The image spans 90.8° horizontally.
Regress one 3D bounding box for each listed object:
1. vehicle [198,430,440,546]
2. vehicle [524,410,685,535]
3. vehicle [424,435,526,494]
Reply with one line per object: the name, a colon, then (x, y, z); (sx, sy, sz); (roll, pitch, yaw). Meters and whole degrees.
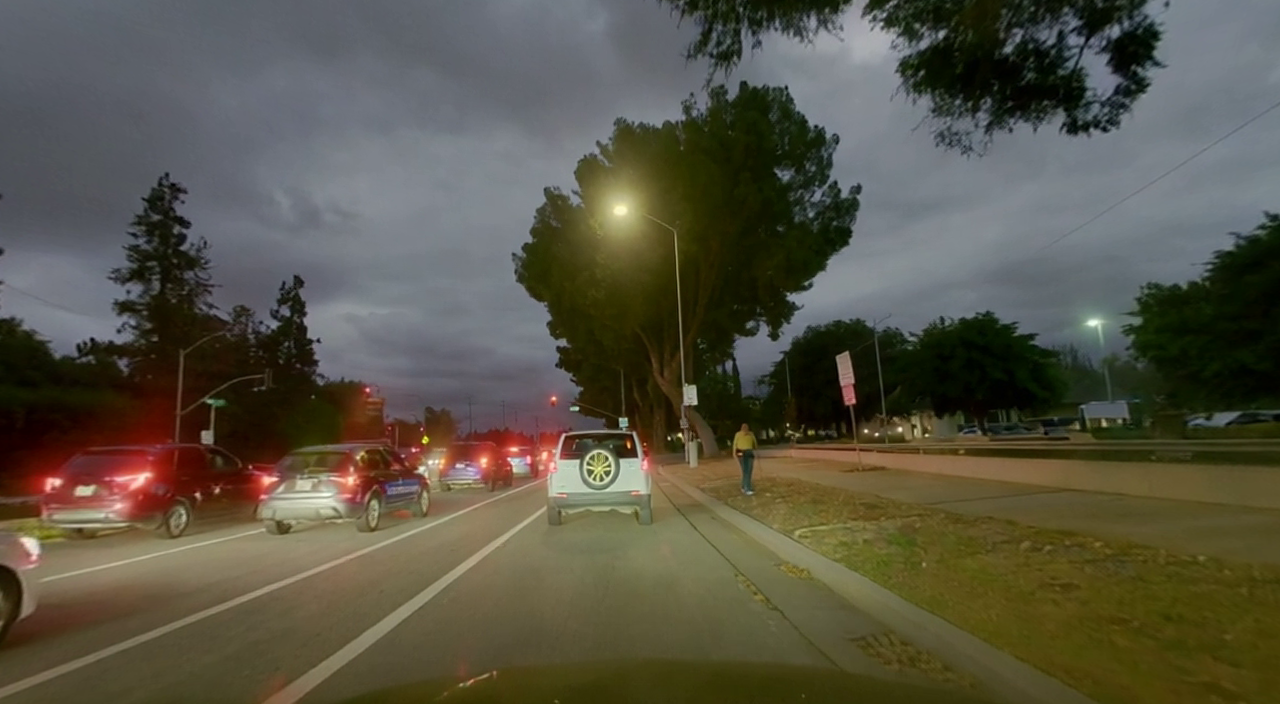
vehicle: (-5.407, 2.326, 11.522); (2.010, 1.674, 4.484); (0, -9, 0)
vehicle: (-0.581, 2.113, 11.584); (2.368, 1.829, 4.293); (0, -9, -2)
vehicle: (-5.439, 3.764, 21.517); (2.188, 1.774, 4.477); (0, -9, 1)
